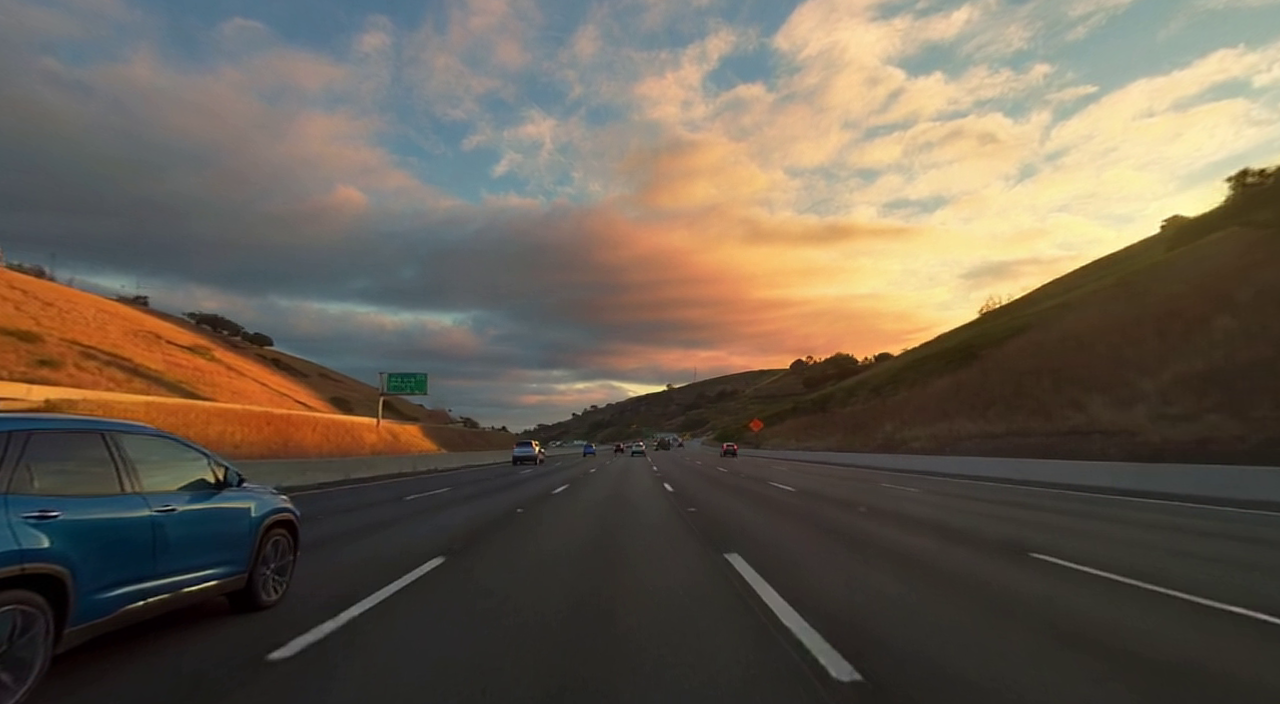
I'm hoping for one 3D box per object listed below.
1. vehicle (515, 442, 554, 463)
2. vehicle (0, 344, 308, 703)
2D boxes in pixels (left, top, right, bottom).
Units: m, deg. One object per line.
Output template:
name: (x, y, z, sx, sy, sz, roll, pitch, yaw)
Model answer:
vehicle: (-7.832, 7.556, 47.392, 2.054, 1.474, 4.450, 0, -9, 1)
vehicle: (-3.606, 0.836, 2.544, 2.047, 1.715, 4.689, 0, -9, -1)
